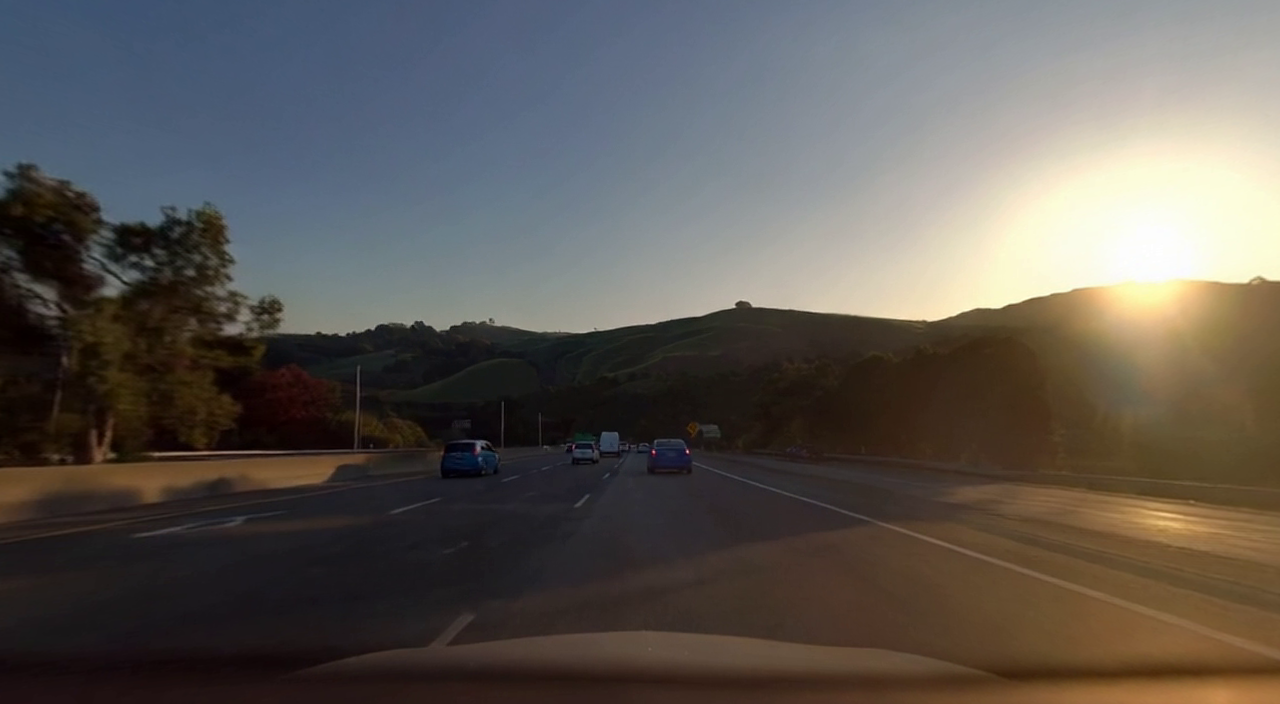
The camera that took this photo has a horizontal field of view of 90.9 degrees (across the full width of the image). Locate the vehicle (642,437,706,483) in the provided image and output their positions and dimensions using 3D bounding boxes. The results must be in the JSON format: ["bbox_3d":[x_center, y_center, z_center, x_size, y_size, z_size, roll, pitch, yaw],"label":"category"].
[{"bbox_3d":[1.127,3.895,23.157,2.050,1.491,4.362,0,-8,-1],"label":"vehicle"}]

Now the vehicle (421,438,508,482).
[{"bbox_3d":[-6.706,4.163,24.713,2.012,1.504,4.729,0,-8,1],"label":"vehicle"}]

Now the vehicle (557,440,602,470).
[{"bbox_3d":[-3.187,5.543,34.157,1.990,1.501,4.250,0,-8,1],"label":"vehicle"}]
